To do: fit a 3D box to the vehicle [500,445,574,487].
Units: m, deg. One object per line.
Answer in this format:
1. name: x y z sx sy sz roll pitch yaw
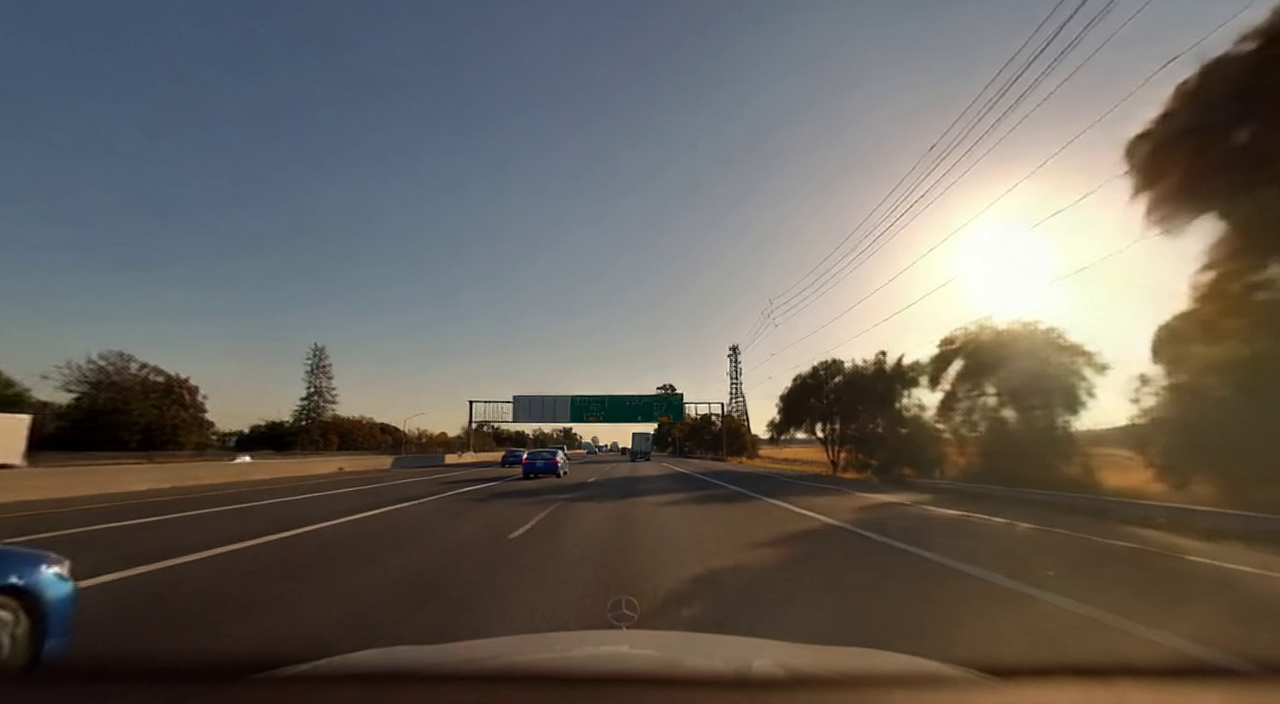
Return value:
1. vehicle: -3.953 4.482 25.006 2.104 1.501 4.459 0 -9 1
